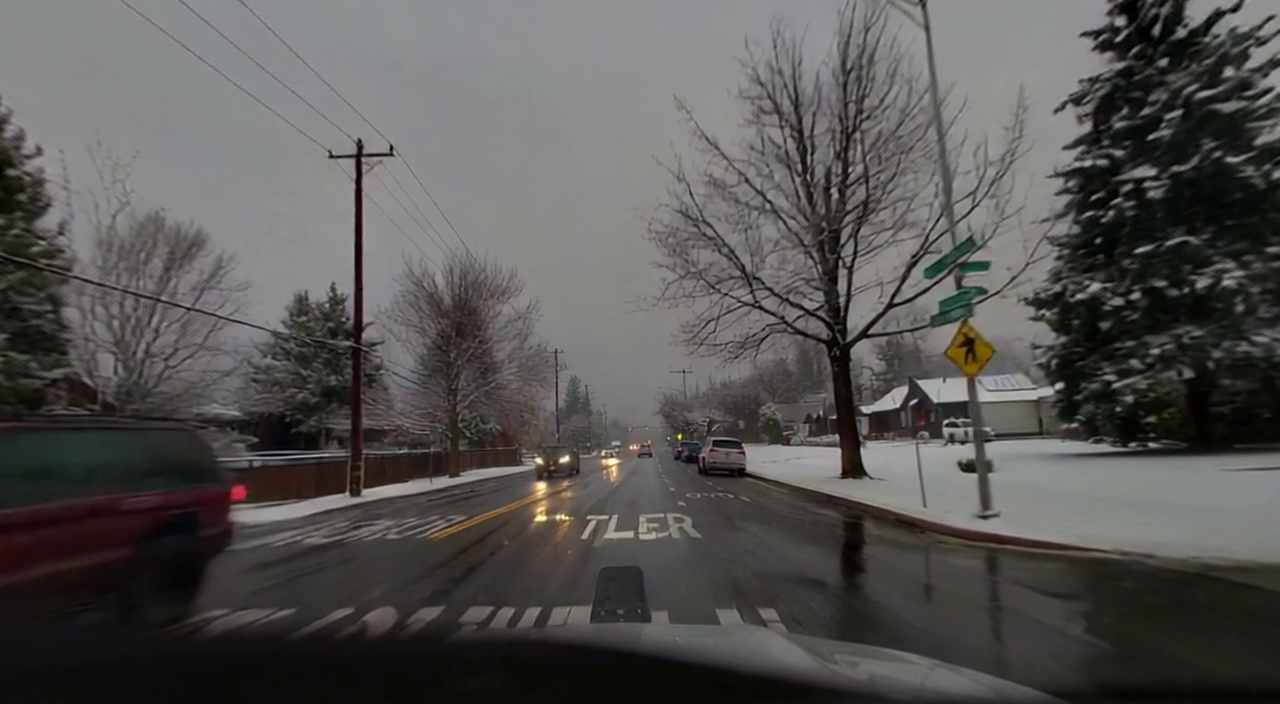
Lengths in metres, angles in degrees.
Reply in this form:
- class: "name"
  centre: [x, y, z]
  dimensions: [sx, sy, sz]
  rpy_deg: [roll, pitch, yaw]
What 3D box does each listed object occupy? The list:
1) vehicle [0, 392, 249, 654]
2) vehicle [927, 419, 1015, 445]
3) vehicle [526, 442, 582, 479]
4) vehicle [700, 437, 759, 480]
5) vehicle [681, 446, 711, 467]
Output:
- class: "vehicle"
  centre: [-5.836, 1.434, 5.339]
  dimensions: [2.037, 1.948, 4.621]
  rpy_deg: [-4, -9, 2]
- class: "vehicle"
  centre: [22.321, 5.417, 42.724]
  dimensions: [4.799, 1.678, 2.002]
  rpy_deg: [0, -9, -4]
- class: "vehicle"
  centre: [-4.467, 5.759, 33.835]
  dimensions: [2.091, 1.793, 5.296]
  rpy_deg: [-1, -8, 2]
- class: "vehicle"
  centre: [3.874, 4.740, 28.313]
  dimensions: [2.087, 1.725, 4.986]
  rpy_deg: [-1, -9, 2]
- class: "vehicle"
  centre: [4.168, 7.800, 47.416]
  dimensions: [1.874, 1.415, 4.683]
  rpy_deg: [-1, -9, 0]
